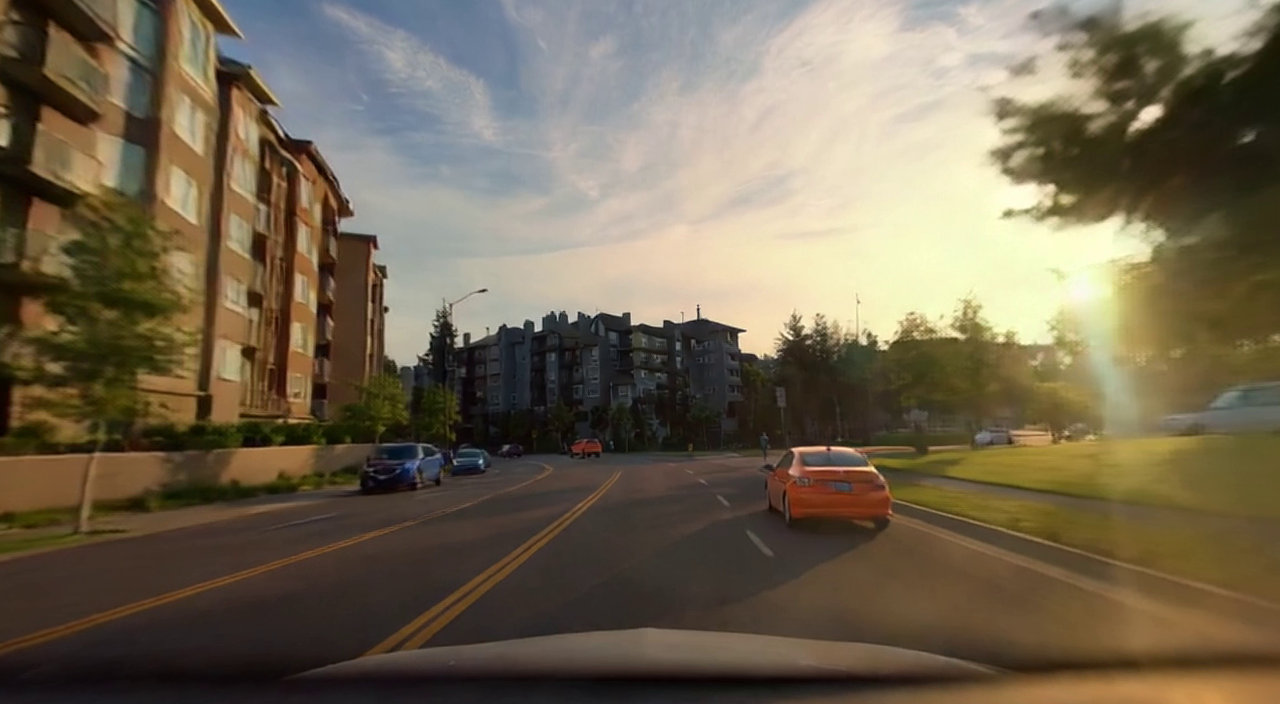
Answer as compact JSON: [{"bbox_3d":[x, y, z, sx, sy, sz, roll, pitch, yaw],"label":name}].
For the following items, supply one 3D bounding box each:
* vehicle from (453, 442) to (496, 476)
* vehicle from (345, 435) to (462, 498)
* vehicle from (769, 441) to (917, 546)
[{"bbox_3d":[-9.237,5.936,35.386,1.994,1.697,4.436,1,-8,-11],"label":"vehicle"},{"bbox_3d":[-8.640,4.202,23.586,2.347,1.846,4.915,-6,-9,1],"label":"vehicle"},{"bbox_3d":[2.928,2.071,9.576,1.559,1.351,2.452,-1,-10,4],"label":"vehicle"}]
